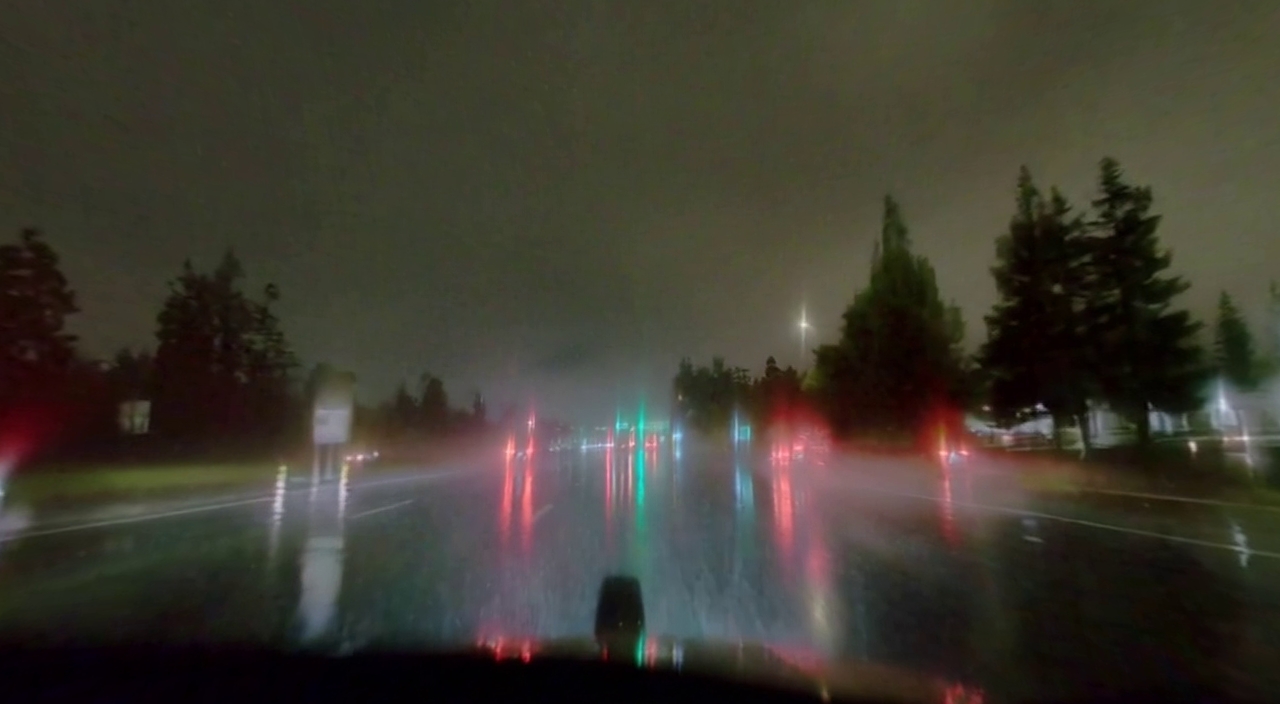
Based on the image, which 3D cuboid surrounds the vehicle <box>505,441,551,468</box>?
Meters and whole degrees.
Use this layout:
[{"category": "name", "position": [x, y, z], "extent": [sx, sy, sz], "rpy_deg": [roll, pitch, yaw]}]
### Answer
[{"category": "vehicle", "position": [-6.758, 6.226, 38.327], "extent": [1.985, 1.513, 4.172], "rpy_deg": [0, -8, 1]}]
